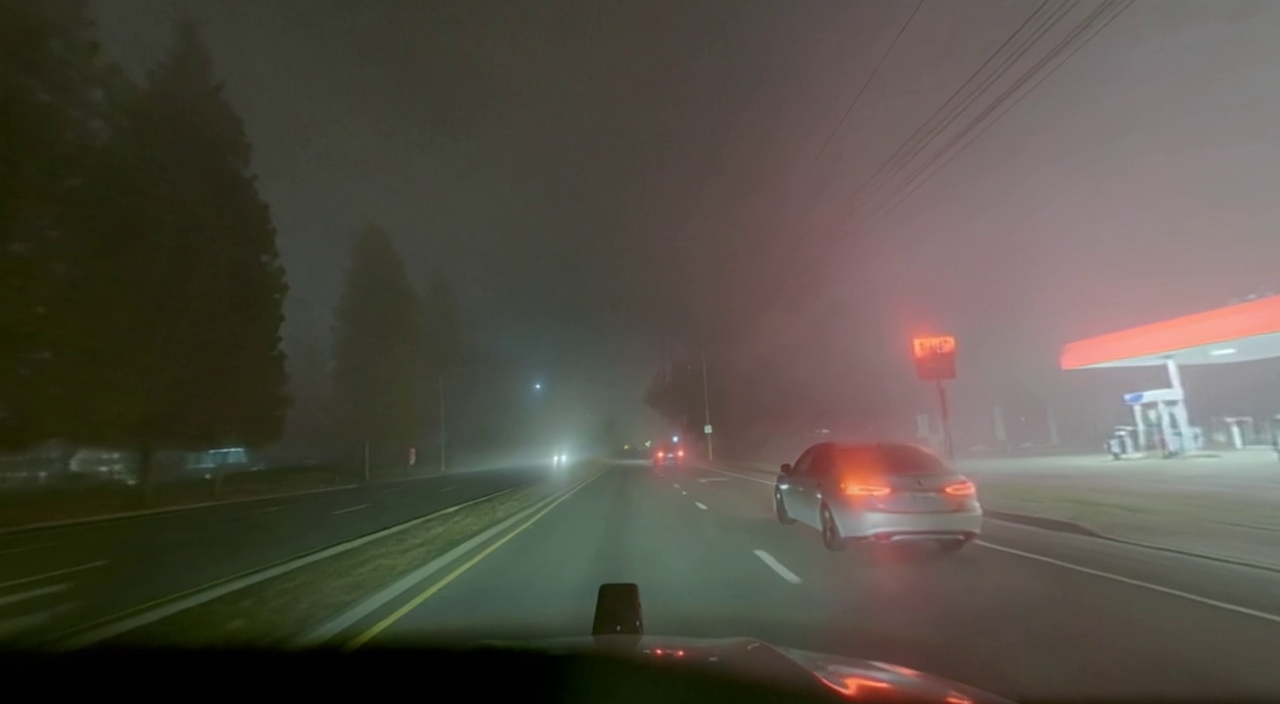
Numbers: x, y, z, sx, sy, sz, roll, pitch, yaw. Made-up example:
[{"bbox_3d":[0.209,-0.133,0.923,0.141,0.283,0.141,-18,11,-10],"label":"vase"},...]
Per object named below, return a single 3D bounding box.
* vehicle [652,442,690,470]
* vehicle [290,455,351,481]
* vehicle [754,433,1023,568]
[{"bbox_3d":[2.063,7.157,43.684,2.115,1.840,4.777,0,-9,-3],"label":"vehicle"},{"bbox_3d":[-24.607,8.941,48.907,2.082,1.829,5.094,0,-9,-1],"label":"vehicle"},{"bbox_3d":[3.198,1.995,9.305,2.061,1.475,4.296,0,-9,-2],"label":"vehicle"}]
